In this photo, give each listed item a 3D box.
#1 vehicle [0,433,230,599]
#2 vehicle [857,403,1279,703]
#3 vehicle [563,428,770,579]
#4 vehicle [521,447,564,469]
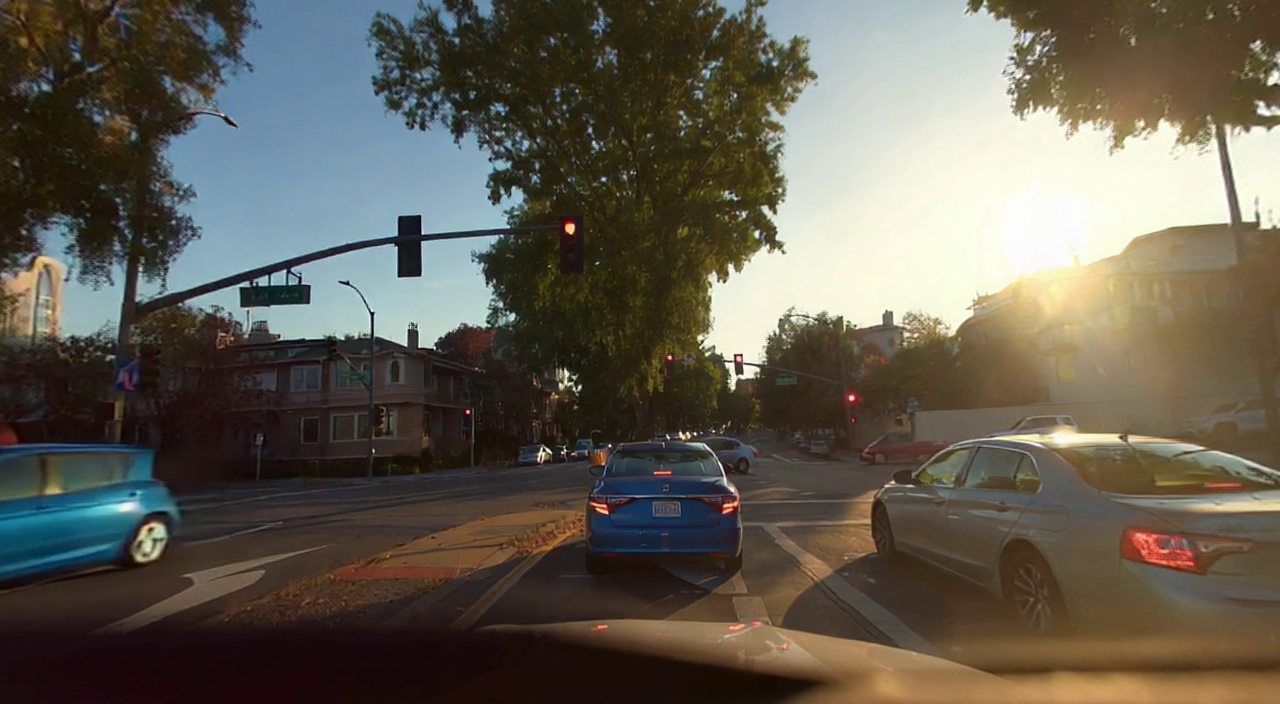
[{"bbox_3d":[-7.540,1.816,7.273,1.996,1.705,4.577,-2,-9,11],"label":"vehicle"},{"bbox_3d":[3.666,1.341,5.449,1.888,1.486,4.681,0,-9,-1],"label":"vehicle"},{"bbox_3d":[0.301,1.818,8.333,2.090,1.505,3.756,-1,-9,1],"label":"vehicle"},{"bbox_3d":[-6.915,7.584,45.306,2.093,1.476,4.278,-1,-9,4],"label":"vehicle"}]
